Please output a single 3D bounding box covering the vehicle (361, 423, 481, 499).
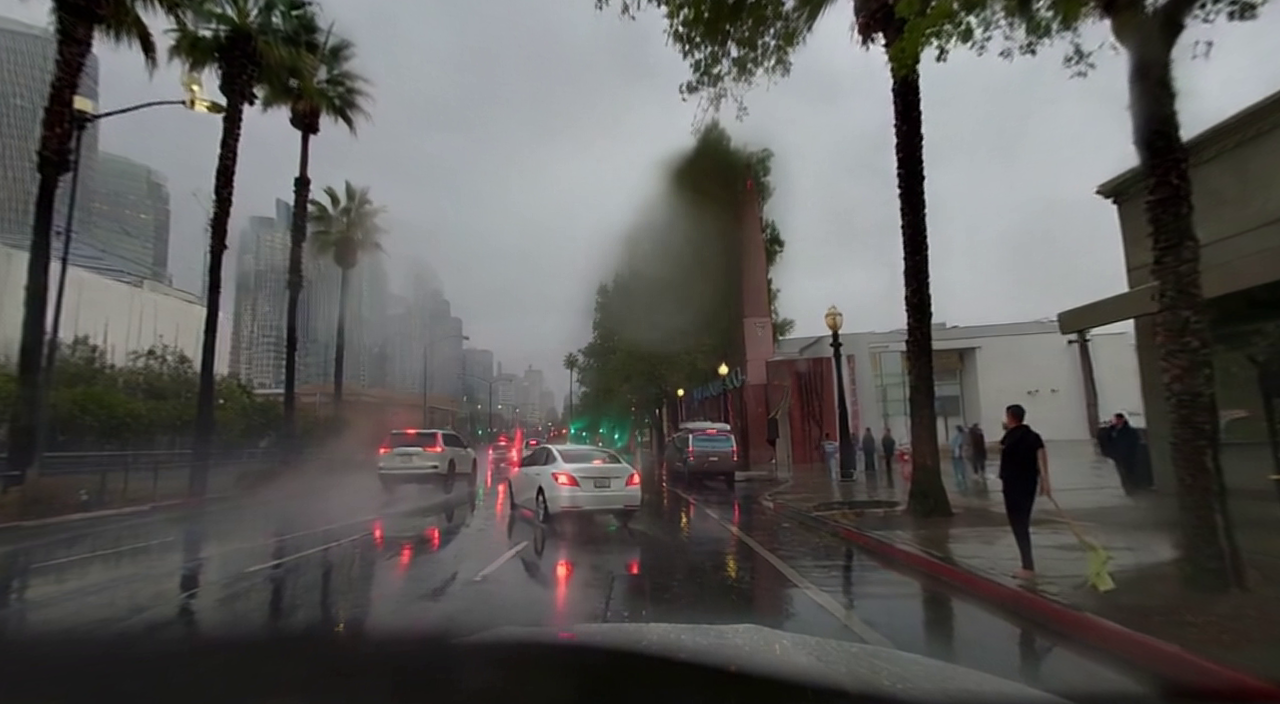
[{"bbox_3d":[-6.630,3.366,19.864,2.164,2.047,5.455,0,-9,-4],"label":"vehicle"}]

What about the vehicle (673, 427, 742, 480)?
[{"bbox_3d":[2.976,4.657,29.136,2.126,2.167,5.098,1,-9,-6],"label":"vehicle"}]

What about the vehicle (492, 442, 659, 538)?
[{"bbox_3d":[-1.490,2.532,12.372,1.930,1.477,4.657,3,-9,-23],"label":"vehicle"}]
